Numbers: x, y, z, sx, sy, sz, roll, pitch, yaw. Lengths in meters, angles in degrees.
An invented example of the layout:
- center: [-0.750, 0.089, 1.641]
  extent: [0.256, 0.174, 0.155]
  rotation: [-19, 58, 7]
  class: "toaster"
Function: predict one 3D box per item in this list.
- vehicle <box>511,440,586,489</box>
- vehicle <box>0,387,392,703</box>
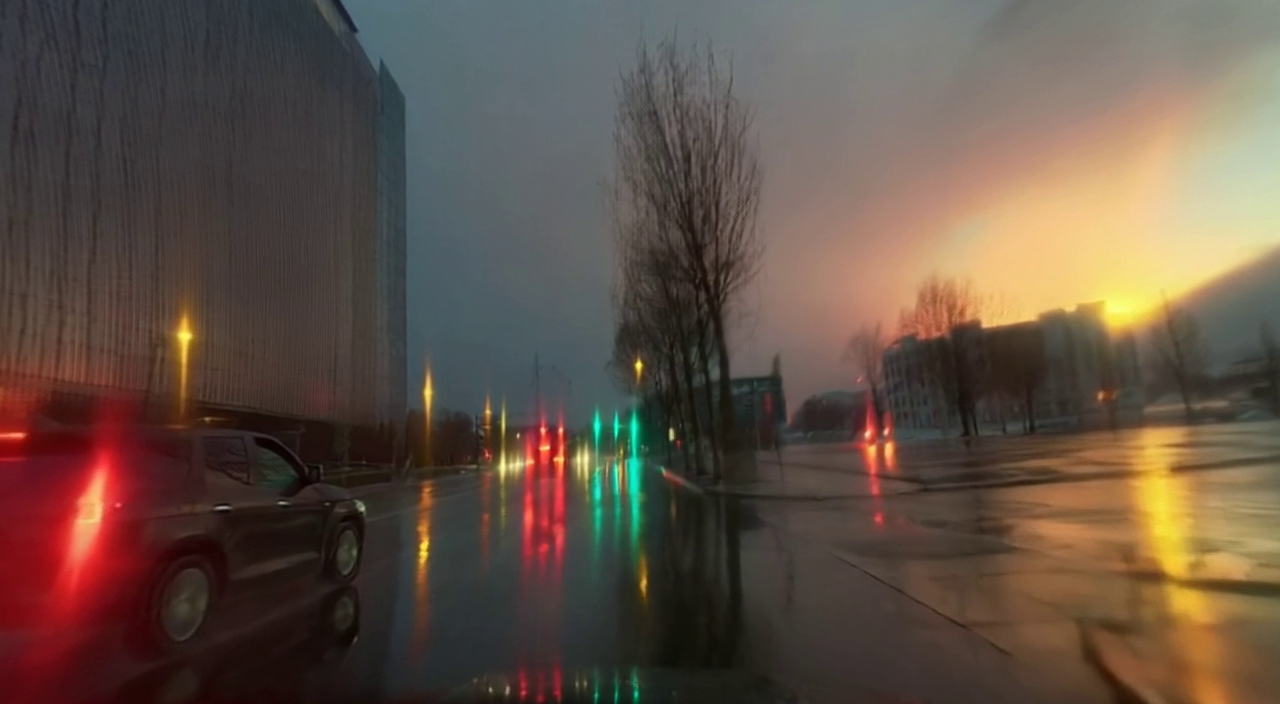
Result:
- center: [-3.788, 4.792, 27.057]
  extent: [2.384, 1.849, 5.009]
  rotation: [0, -9, 1]
  class: "vehicle"
- center: [-4.313, 1.420, 5.726]
  extent: [2.169, 1.741, 4.588]
  rotation: [0, -9, 1]
  class: "vehicle"
